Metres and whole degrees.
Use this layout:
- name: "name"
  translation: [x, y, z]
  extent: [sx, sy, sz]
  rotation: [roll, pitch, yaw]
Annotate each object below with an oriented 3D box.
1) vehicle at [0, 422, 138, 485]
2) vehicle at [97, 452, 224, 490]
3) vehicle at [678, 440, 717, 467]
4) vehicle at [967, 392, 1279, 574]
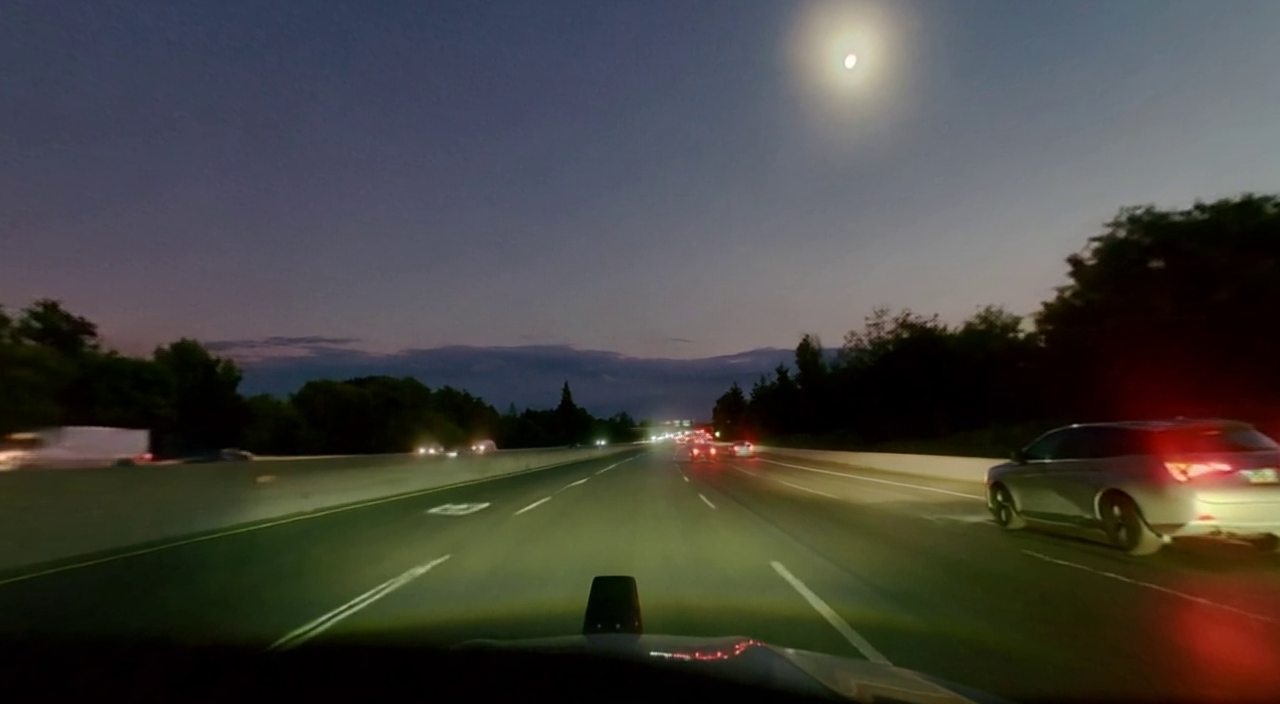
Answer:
- name: "vehicle"
  translation: [-28.513, 4.899, 30.725]
  extent: [2.242, 2.658, 6.965]
  rotation: [0, -9, 1]
- name: "vehicle"
  translation: [-20.518, 5.080, 27.329]
  extent: [1.916, 1.475, 4.525]
  rotation: [0, -9, 1]
- name: "vehicle"
  translation: [3.353, 5.970, 37.424]
  extent: [1.981, 1.471, 4.342]
  rotation: [0, -9, 1]
- name: "vehicle"
  translation: [7.008, 1.673, 8.855]
  extent: [2.087, 1.806, 4.946]
  rotation: [0, -9, -1]
